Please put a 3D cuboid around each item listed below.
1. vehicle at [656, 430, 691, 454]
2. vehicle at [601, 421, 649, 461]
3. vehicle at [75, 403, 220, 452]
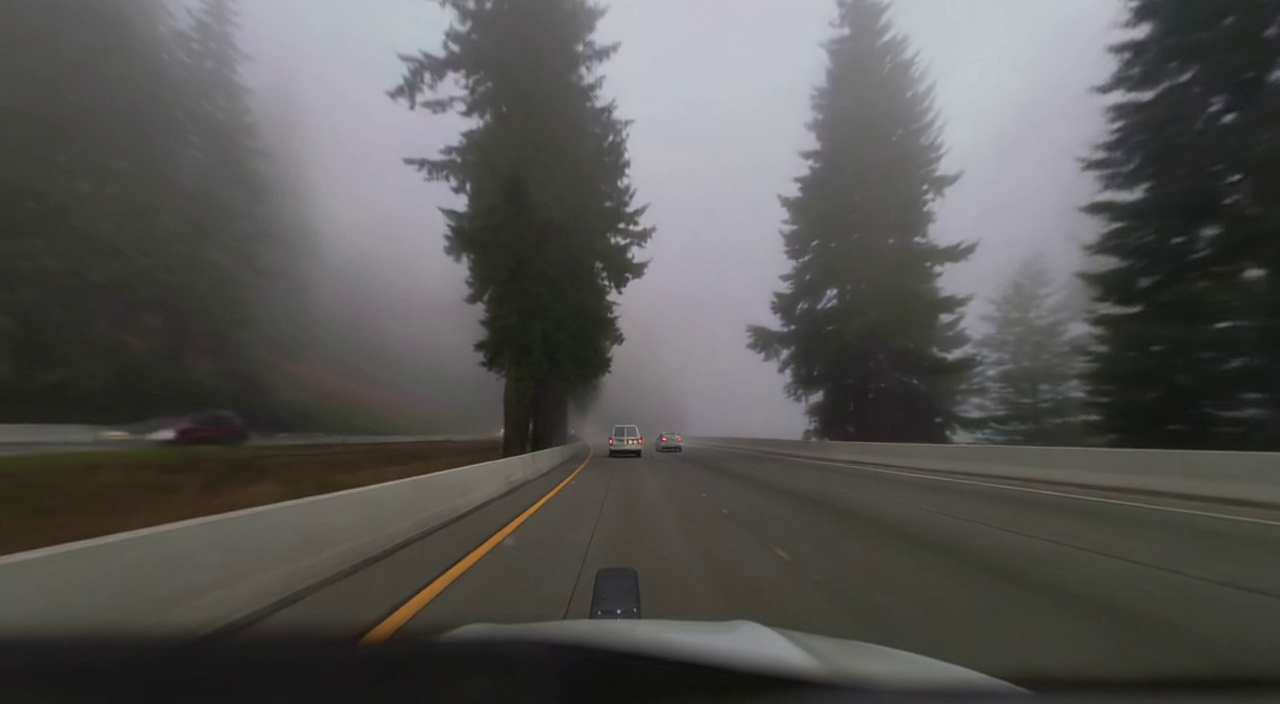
[{"bbox_3d":[2.285,6.251,44.040,1.996,1.589,3.715,1,-8,-4],"label":"vehicle"},{"bbox_3d":[-0.856,4.770,33.953,2.403,1.994,4.683,0,-8,-2],"label":"vehicle"},{"bbox_3d":[-16.246,2.551,21.068,1.916,1.465,3.624,0,-8,-1],"label":"vehicle"}]
